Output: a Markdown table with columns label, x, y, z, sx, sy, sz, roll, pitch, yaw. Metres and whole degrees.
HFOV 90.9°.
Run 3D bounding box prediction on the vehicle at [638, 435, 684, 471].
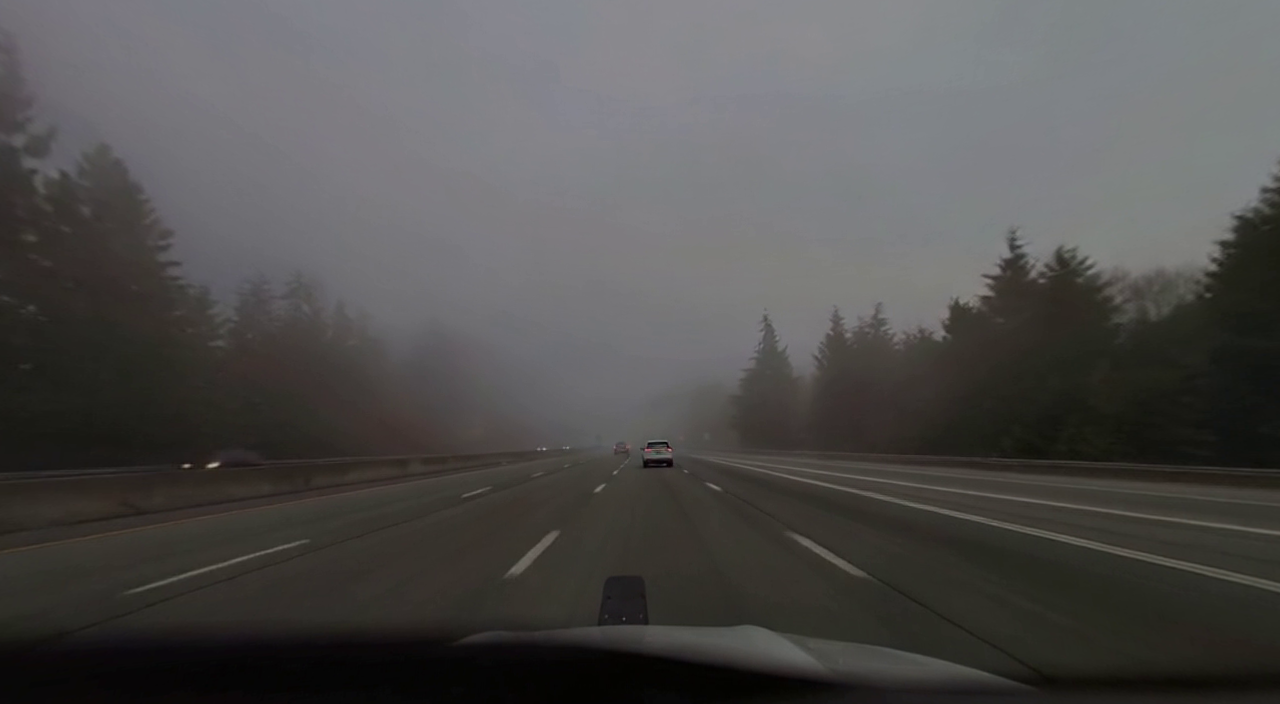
| label | x | y | z | sx | sy | sz | roll | pitch | yaw |
| --- | --- | --- | --- | --- | --- | --- | --- | --- | --- |
| vehicle | 1.038 | 5.395 | 33.840 | 2.260 | 1.766 | 4.348 | 0 | -8 | 0 |

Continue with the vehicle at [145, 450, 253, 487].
| label | x | y | z | sx | sy | sz | roll | pitch | yaw |
| --- | --- | --- | --- | --- | --- | --- | --- | --- | --- |
| vehicle | -21.471 | 5.657 | 31.000 | 1.967 | 1.650 | 4.627 | 0 | -8 | 0 |
